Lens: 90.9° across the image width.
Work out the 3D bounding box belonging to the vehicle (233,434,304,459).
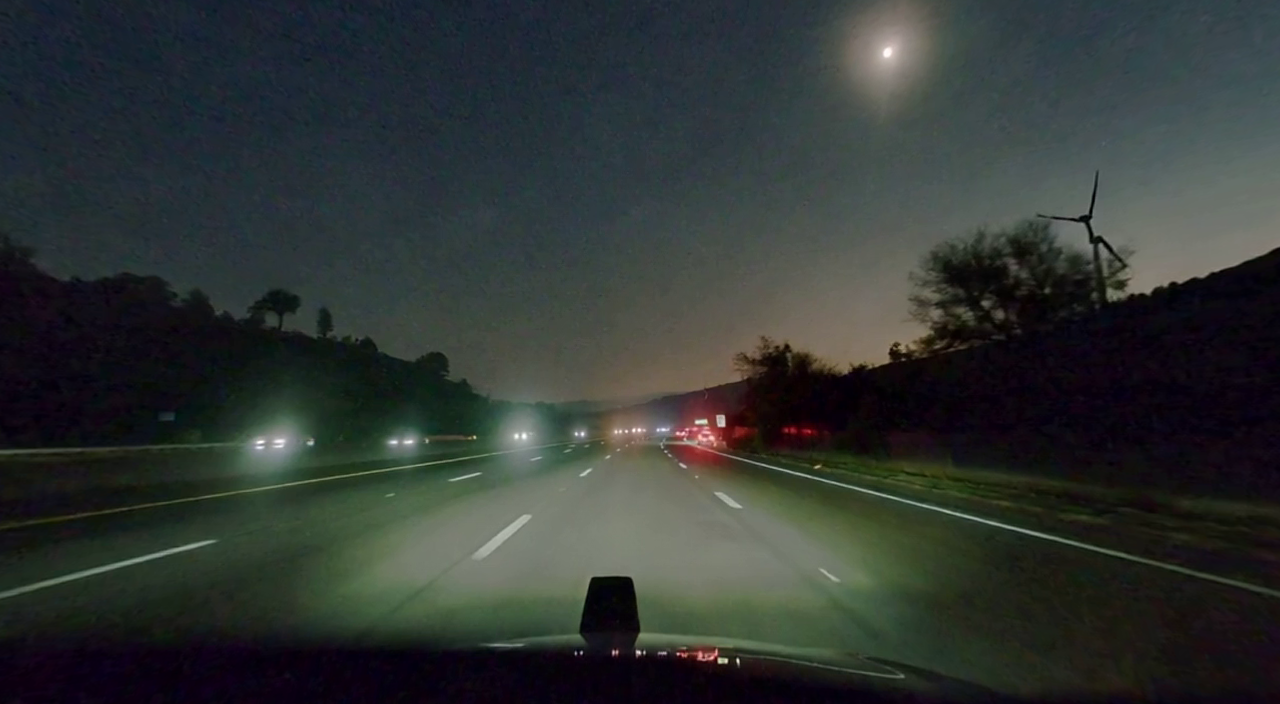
[{"bbox_3d":[-23.959,6.077,40.836,1.986,1.490,4.286,0,-8,0],"label":"vehicle"}]
